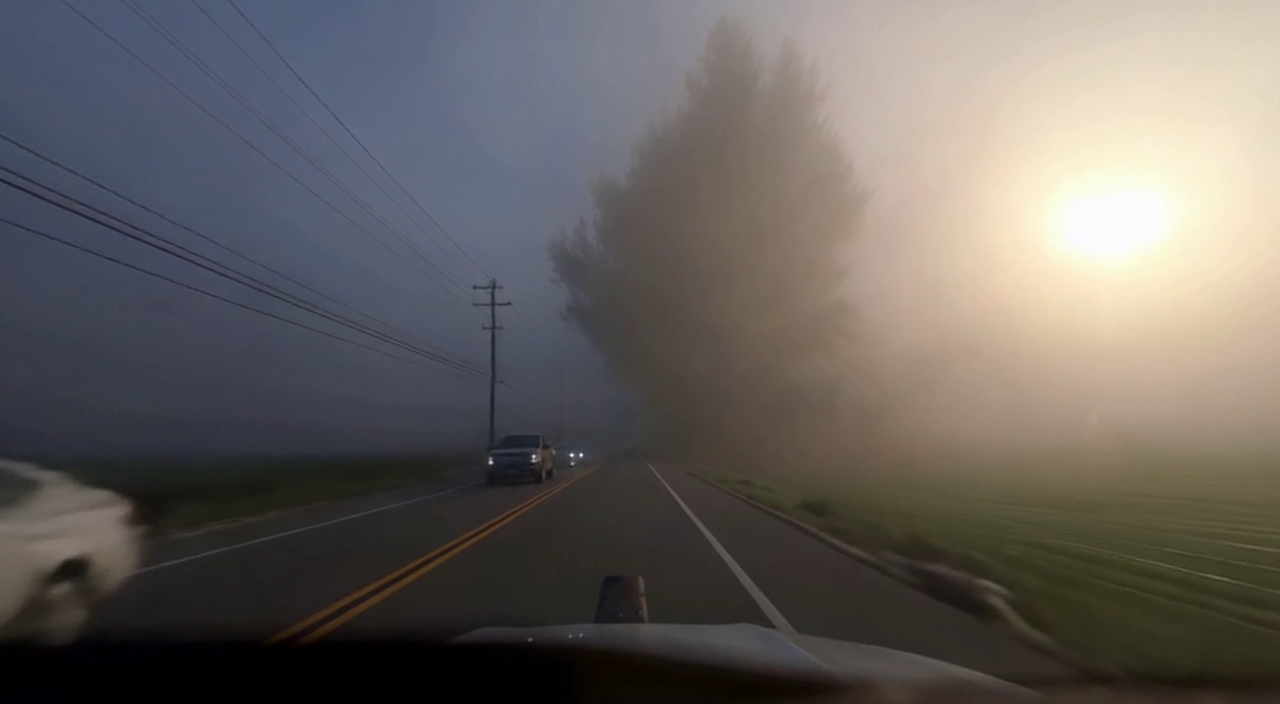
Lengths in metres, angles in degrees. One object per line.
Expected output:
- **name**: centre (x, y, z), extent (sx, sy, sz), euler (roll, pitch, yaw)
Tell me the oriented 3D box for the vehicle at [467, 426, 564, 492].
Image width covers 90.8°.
- **vehicle**: centre (-4.787, 4.207, 25.405), extent (2.762, 2.167, 6.359), euler (-2, -8, -2)
